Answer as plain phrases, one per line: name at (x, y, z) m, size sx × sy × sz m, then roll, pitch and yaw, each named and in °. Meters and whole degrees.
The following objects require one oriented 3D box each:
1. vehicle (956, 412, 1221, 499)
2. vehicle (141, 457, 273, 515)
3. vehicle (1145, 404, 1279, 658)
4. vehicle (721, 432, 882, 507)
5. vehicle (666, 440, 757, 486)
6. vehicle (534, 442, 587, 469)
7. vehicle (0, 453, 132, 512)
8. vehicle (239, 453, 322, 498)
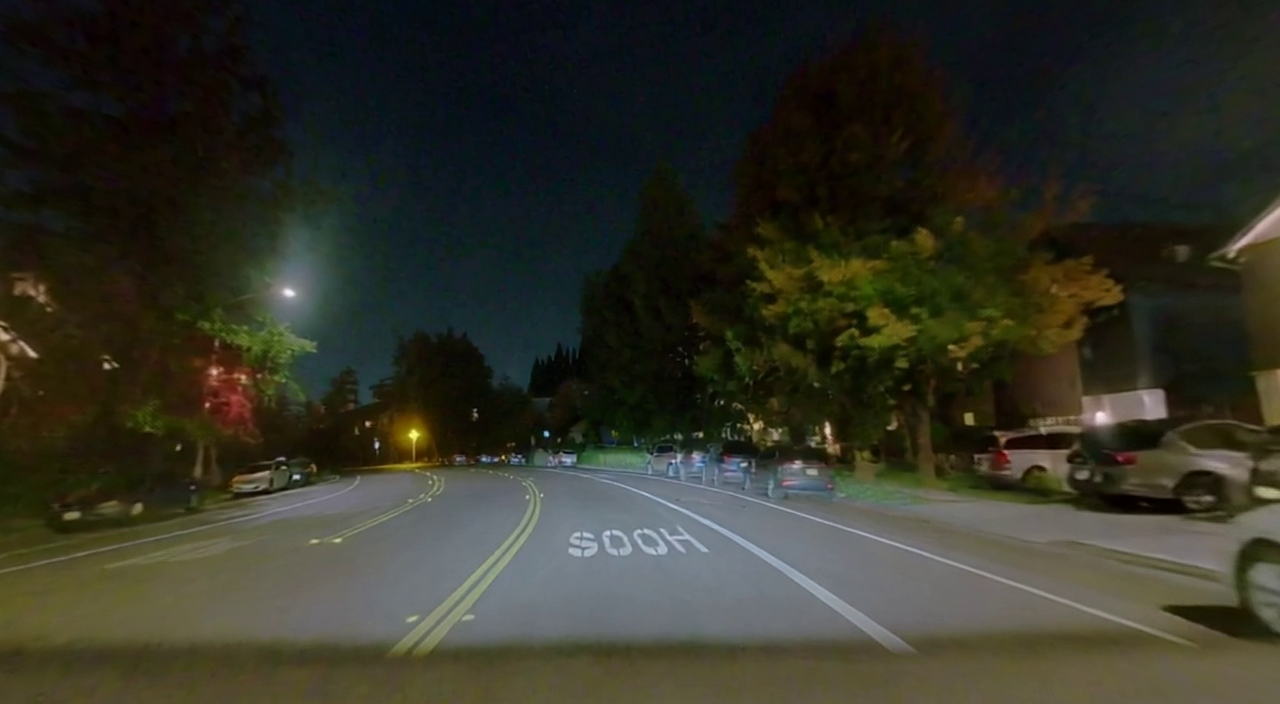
vehicle at (10.093, 2.310, 14.418) m, size 4.716 × 1.483 × 1.993 m, roll -3°, pitch -7°, yaw -9°
vehicle at (-13.586, 4.172, 20.196) m, size 1.943 × 1.476 × 4.714 m, roll 2°, pitch -9°, yaw -15°
vehicle at (4.951, 0.878, 2.388) m, size 2.092 × 1.524 × 4.800 m, roll 0°, pitch -8°, yaw 0°
vehicle at (3.887, 2.924, 16.253) m, size 2.367 × 1.614 × 4.463 m, roll 1°, pitch -8°, yaw -9°
vehicle at (2.470, 3.963, 22.946) m, size 1.844 × 1.485 × 4.193 m, roll 2°, pitch -9°, yaw -16°
vehicle at (-5.800, 7.383, 45.486) m, size 2.134 × 1.805 × 5.559 m, roll 4°, pitch -9°, yaw -25°
vehicle at (-18.803, 4.123, 20.426) m, size 2.017 × 1.588 × 4.732 m, roll 3°, pitch -9°, yaw -18°
vehicle at (-14.926, 5.098, 26.541) m, size 2.117 × 1.501 × 4.762 m, roll 2°, pitch -8°, yaw -19°
